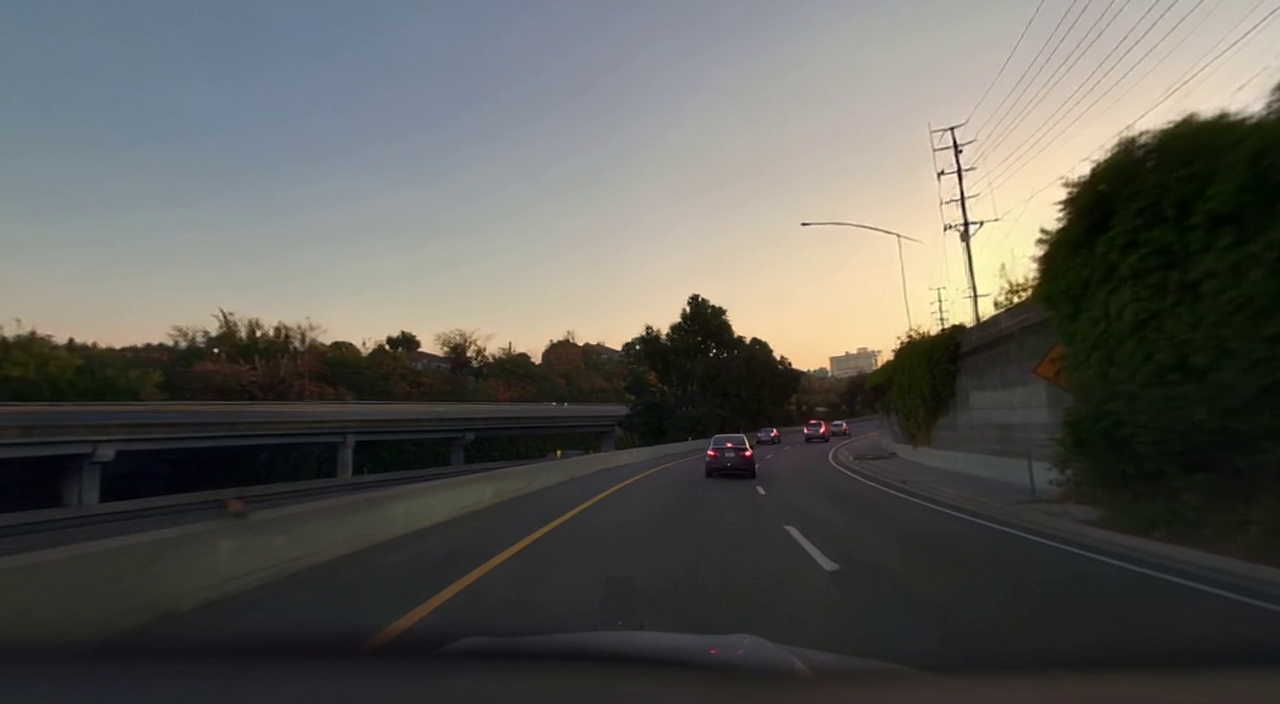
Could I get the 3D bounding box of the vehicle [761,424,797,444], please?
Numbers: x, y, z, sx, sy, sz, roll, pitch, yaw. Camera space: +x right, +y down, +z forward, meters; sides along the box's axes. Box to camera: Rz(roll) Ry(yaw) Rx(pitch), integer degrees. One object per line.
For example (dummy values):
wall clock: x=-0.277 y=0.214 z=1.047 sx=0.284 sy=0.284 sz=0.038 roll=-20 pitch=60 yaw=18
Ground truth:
vehicle: x=10.805 y=6.395 z=48.756 sx=1.931 sy=1.485 sz=4.191 roll=-4 pitch=-9 yaw=23

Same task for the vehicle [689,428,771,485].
vehicle: x=2.630 y=3.057 z=18.661 sx=2.091 sy=1.482 sz=4.321 roll=-1 pitch=-9 yaw=7
